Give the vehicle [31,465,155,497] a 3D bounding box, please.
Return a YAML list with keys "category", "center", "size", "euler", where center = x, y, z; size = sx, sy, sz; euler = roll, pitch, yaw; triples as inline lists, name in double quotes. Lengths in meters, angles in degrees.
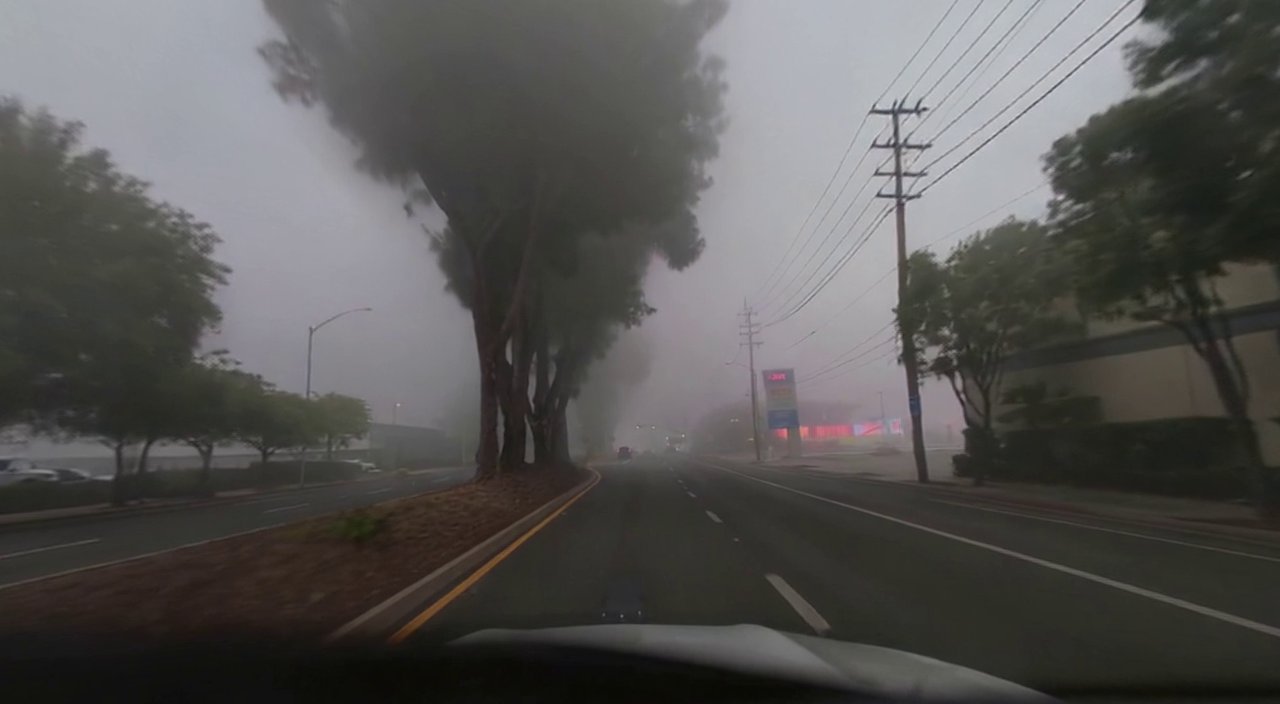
- category: "vehicle"
  center: [-29.652, 6.988, 34.373]
  size: [4.662, 1.599, 2.133]
  euler: [0, -8, -2]
